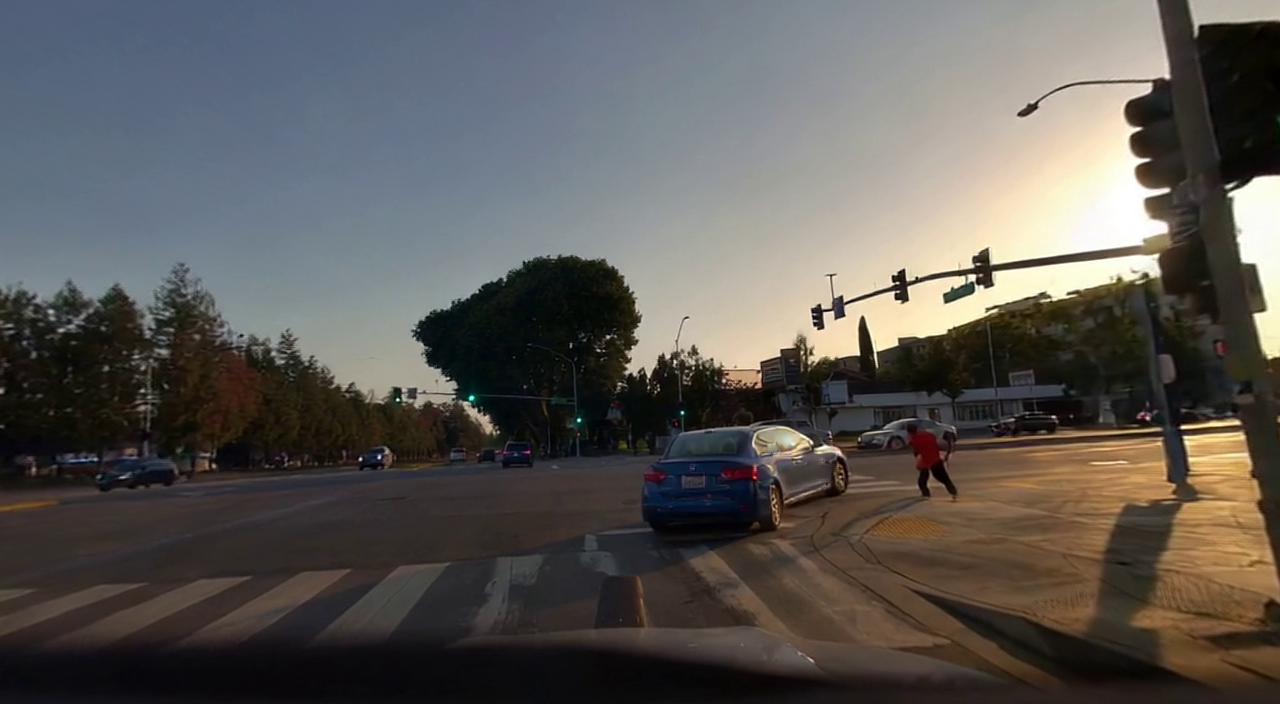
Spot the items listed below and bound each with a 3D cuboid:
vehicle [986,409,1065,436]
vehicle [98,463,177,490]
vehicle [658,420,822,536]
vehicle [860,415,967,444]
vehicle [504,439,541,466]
[{"bbox_3d":[24.361,4.457,39.960,3.923,1.619,1.817,1,-8,-9],"label":"vehicle"},{"bbox_3d":[-32.628,8.072,41.202,1.894,1.480,4.710,1,-8,-9],"label":"vehicle"},{"bbox_3d":[1.862,1.949,10.440,1.976,1.462,4.342,-3,-9,18],"label":"vehicle"},{"bbox_3d":[14.001,4.020,32.451,4.700,1.417,1.789,1,-9,-8],"label":"vehicle"},{"bbox_3d":[-7.831,6.710,42.359,2.210,1.722,4.215,1,-8,-8],"label":"vehicle"}]
